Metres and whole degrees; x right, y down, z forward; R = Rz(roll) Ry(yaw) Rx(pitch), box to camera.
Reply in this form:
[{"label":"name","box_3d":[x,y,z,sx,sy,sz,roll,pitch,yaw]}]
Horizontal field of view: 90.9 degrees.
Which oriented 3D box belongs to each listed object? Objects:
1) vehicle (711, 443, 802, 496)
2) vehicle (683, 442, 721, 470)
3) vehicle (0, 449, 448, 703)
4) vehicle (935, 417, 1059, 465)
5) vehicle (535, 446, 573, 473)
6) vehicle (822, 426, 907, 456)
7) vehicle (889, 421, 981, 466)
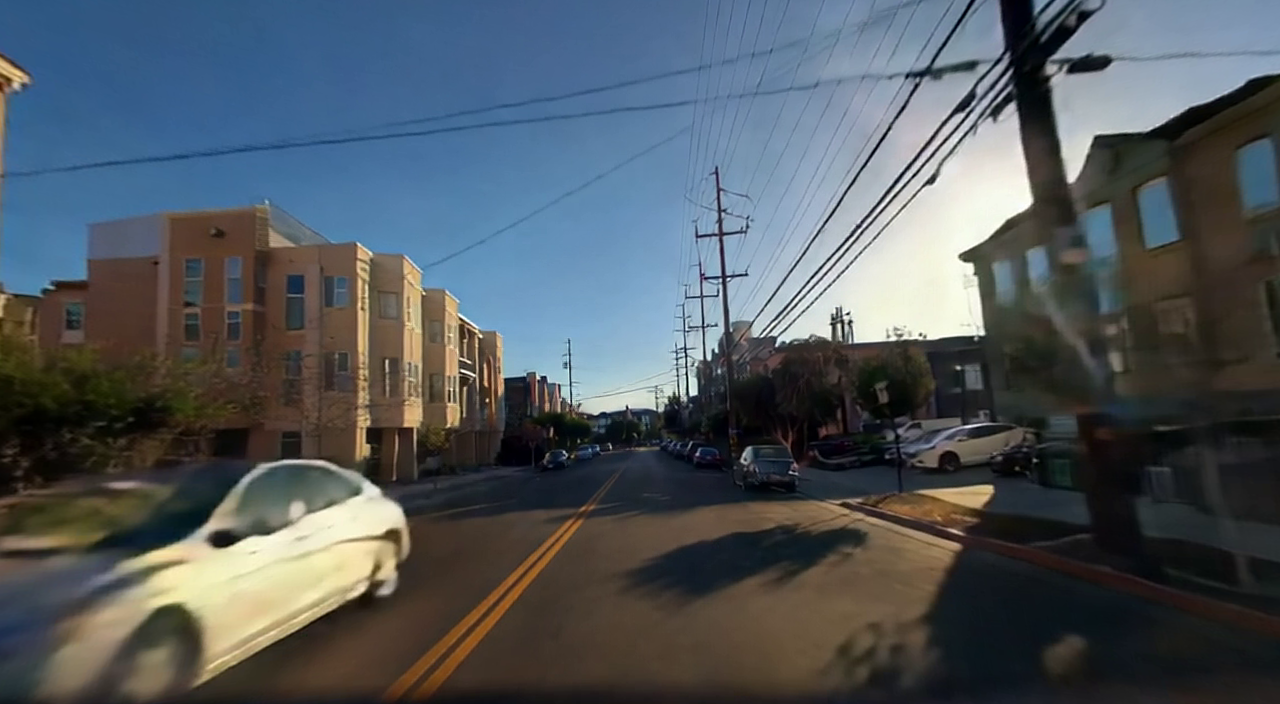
[{"label":"vehicle","box_3d":[3.530,3.623,20.010,1.928,1.440,4.738,0,-8,0]},{"label":"vehicle","box_3d":[3.794,6.395,38.997,1.914,1.591,3.892,0,-8,0]},{"label":"vehicle","box_3d":[-3.100,1.475,4.545,2.052,1.483,4.276,-1,-8,1]},{"label":"vehicle","box_3d":[12.852,3.276,23.083,1.997,1.546,4.370,-1,-9,1]},{"label":"vehicle","box_3d":[-5.849,7.358,43.403,1.913,1.672,4.267,-1,-8,1]},{"label":"vehicle","box_3d":[13.263,5.310,37.606,1.897,1.659,4.648,4,-9,-28]},{"label":"vehicle","box_3d":[10.600,3.313,22.947,1.801,1.491,3.488,-1,-8,4]}]
